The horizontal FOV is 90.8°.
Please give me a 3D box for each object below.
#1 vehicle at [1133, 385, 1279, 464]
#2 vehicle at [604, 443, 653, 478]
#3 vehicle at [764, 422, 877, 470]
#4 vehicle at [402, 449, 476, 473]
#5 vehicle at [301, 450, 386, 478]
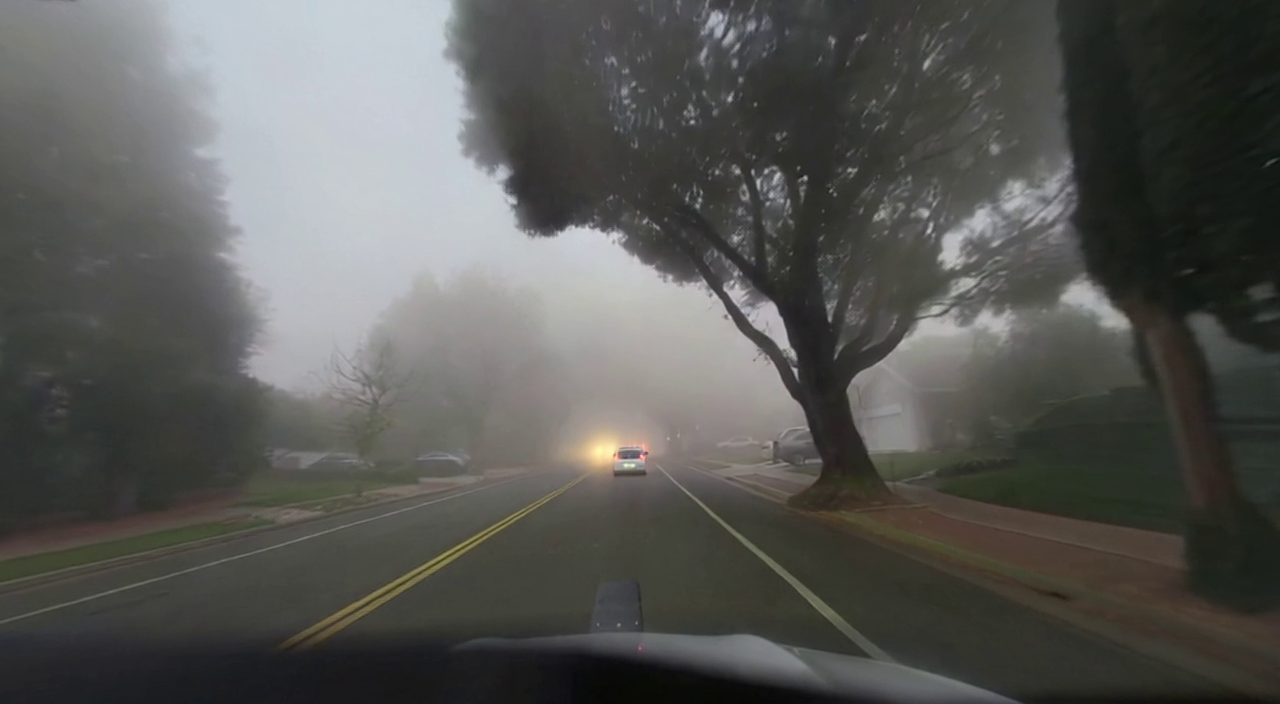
[{"bbox_3d":[17.038,1.877,17.262,5.269,1.813,2.063,-5,-9,-1],"label":"vehicle"},{"bbox_3d":[-0.475,4.985,29.315,2.098,1.483,4.099,0,-9,0],"label":"vehicle"},{"bbox_3d":[8.283,4.371,29.352,4.513,1.617,1.998,-7,-9,-1],"label":"vehicle"},{"bbox_3d":[-14.837,8.063,46.830,4.608,1.743,2.222,-1,-9,7],"label":"vehicle"},{"bbox_3d":[-17.121,6.434,36.492,4.608,1.481,1.890,-4,-10,26],"label":"vehicle"}]
